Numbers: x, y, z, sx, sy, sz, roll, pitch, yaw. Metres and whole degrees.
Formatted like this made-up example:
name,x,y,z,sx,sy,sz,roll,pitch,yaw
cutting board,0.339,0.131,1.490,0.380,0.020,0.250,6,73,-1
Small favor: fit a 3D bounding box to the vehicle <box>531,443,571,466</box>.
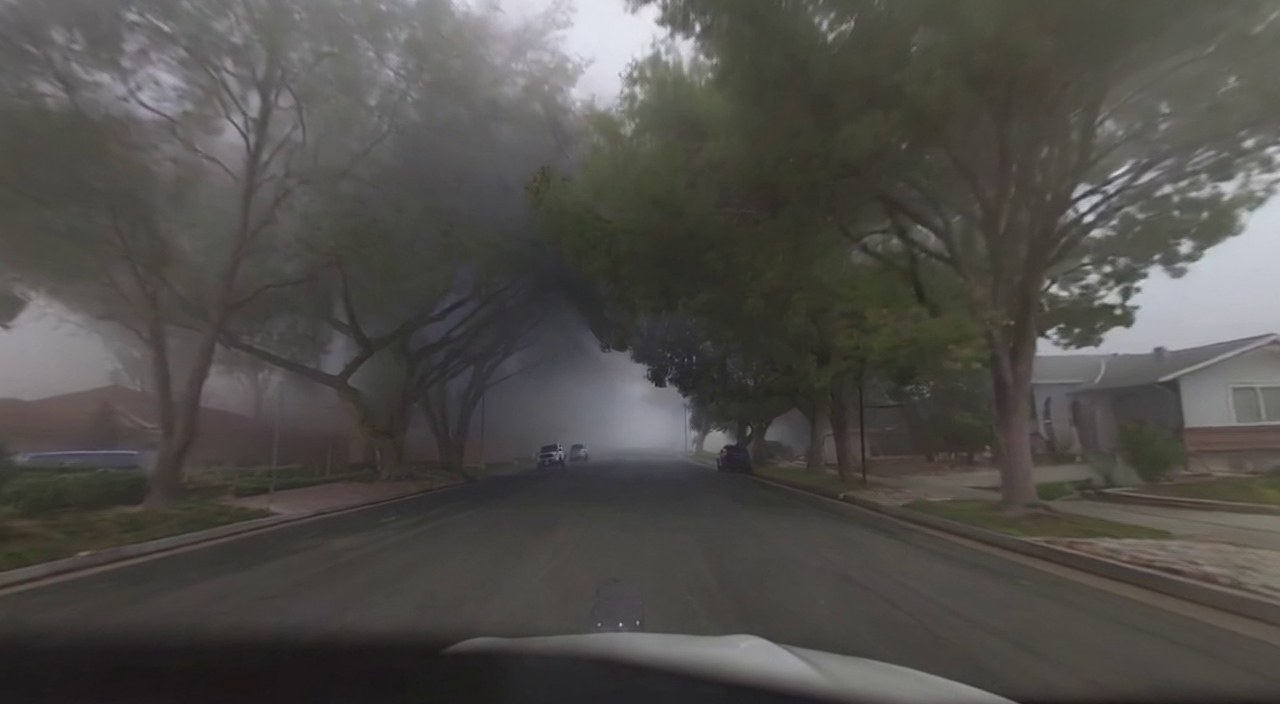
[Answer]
name,x,y,z,sx,sy,sz,roll,pitch,yaw
vehicle,-6.152,7.140,44.178,2.026,1.449,4.422,-1,-8,2
